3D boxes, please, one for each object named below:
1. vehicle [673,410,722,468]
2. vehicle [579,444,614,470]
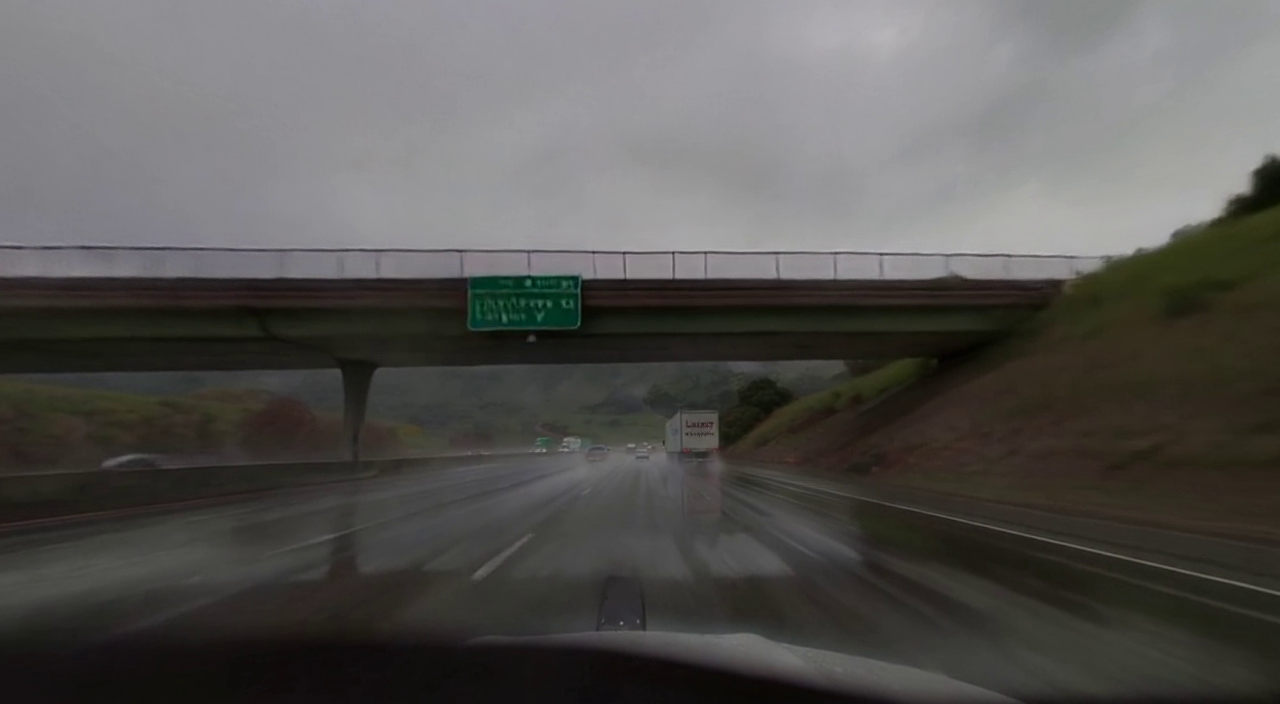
[{"bbox_3d":[4.244,6.782,48.696,2.885,3.992,8.526,0,-9,-1],"label":"vehicle"},{"bbox_3d":[-2.898,7.065,42.559,2.052,1.654,4.303,0,-9,0],"label":"vehicle"}]
